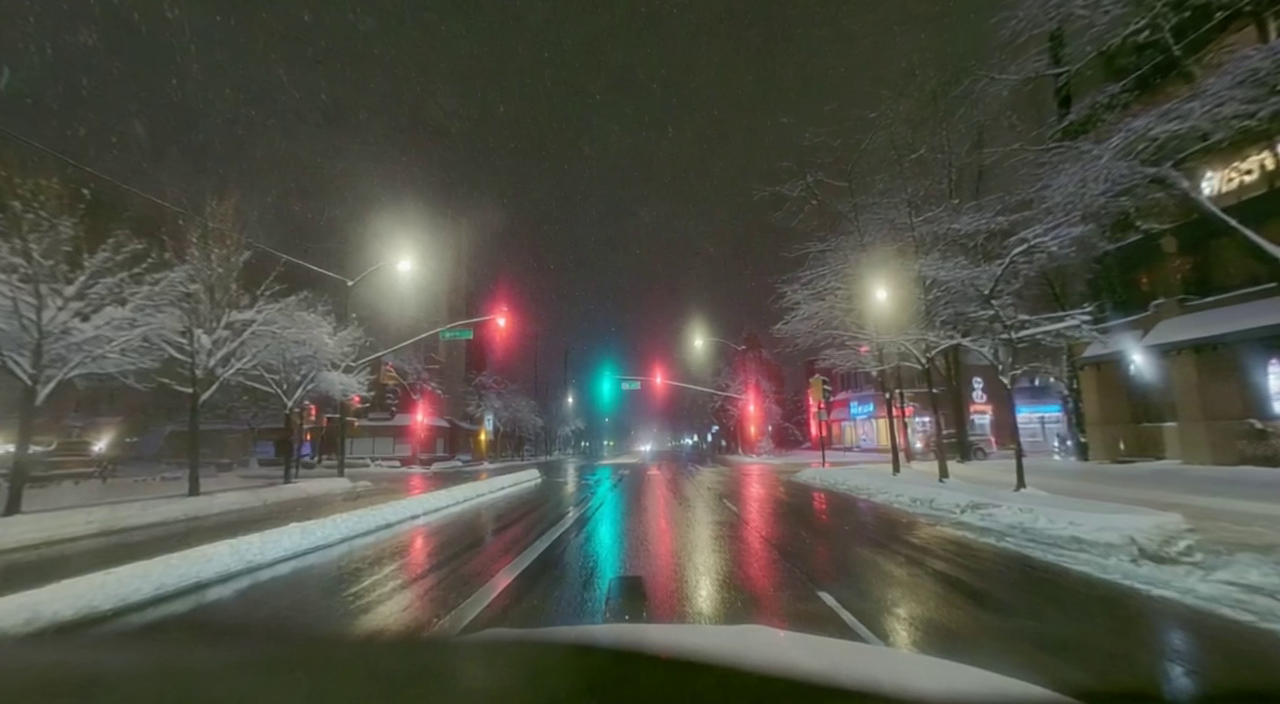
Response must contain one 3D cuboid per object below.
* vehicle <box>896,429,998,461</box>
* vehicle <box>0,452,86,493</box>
[{"bbox_3d":[17.639,5.370,36.420,4.836,1.795,1.957,0,-8,1],"label":"vehicle"},{"bbox_3d":[-31.586,6.098,32.057,4.674,1.959,2.265,-1,-8,2],"label":"vehicle"}]
